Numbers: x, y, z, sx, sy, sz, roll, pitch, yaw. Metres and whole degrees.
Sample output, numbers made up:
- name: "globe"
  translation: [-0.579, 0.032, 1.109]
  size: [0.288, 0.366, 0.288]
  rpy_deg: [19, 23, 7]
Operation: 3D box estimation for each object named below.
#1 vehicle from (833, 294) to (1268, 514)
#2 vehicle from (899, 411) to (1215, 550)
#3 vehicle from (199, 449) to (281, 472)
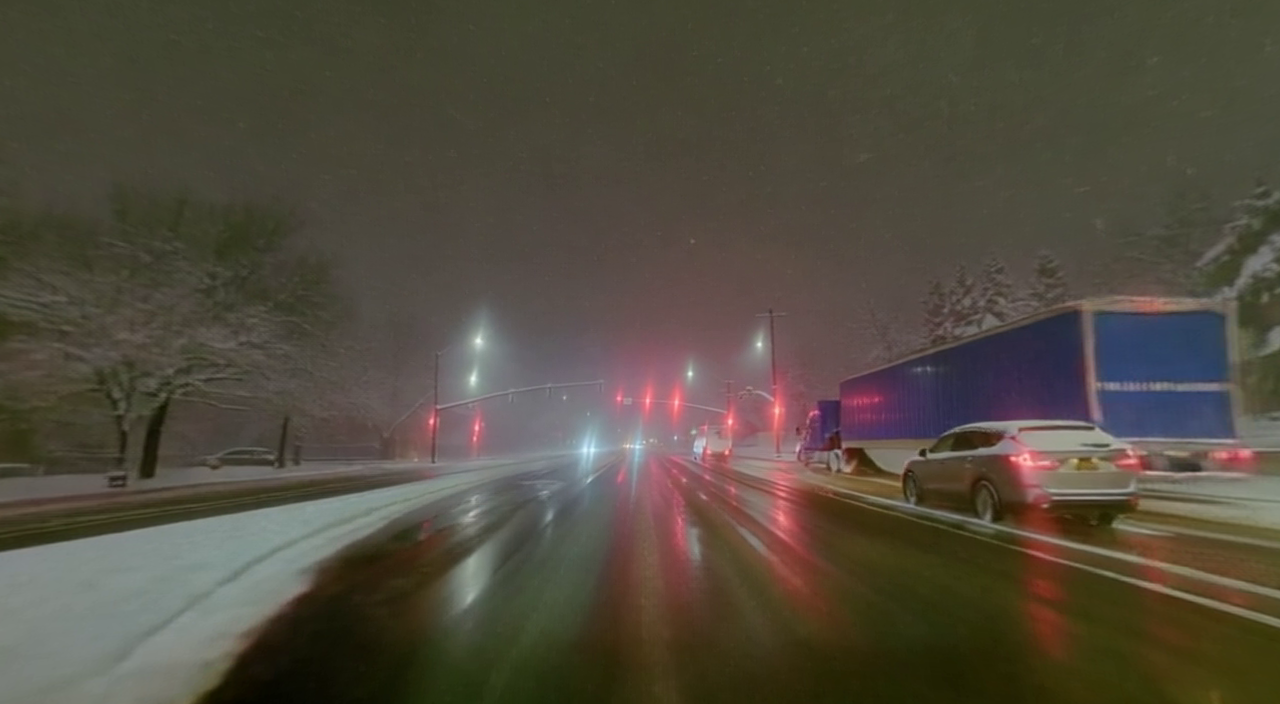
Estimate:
- name: "vehicle"
  translation: [10.360, 2.177, 20.583]
  size: [2.975, 4.201, 17.050]
  rpy_deg: [0, -8, 0]
- name: "vehicle"
  translation: [6.328, 1.990, 10.493]
  size: [2.012, 1.754, 4.635]
  rpy_deg: [0, -8, -1]
- name: "vehicle"
  translation: [-27.671, 7.522, 43.932]
  size: [4.505, 1.457, 2.003]
  rpy_deg: [4, -9, -24]
